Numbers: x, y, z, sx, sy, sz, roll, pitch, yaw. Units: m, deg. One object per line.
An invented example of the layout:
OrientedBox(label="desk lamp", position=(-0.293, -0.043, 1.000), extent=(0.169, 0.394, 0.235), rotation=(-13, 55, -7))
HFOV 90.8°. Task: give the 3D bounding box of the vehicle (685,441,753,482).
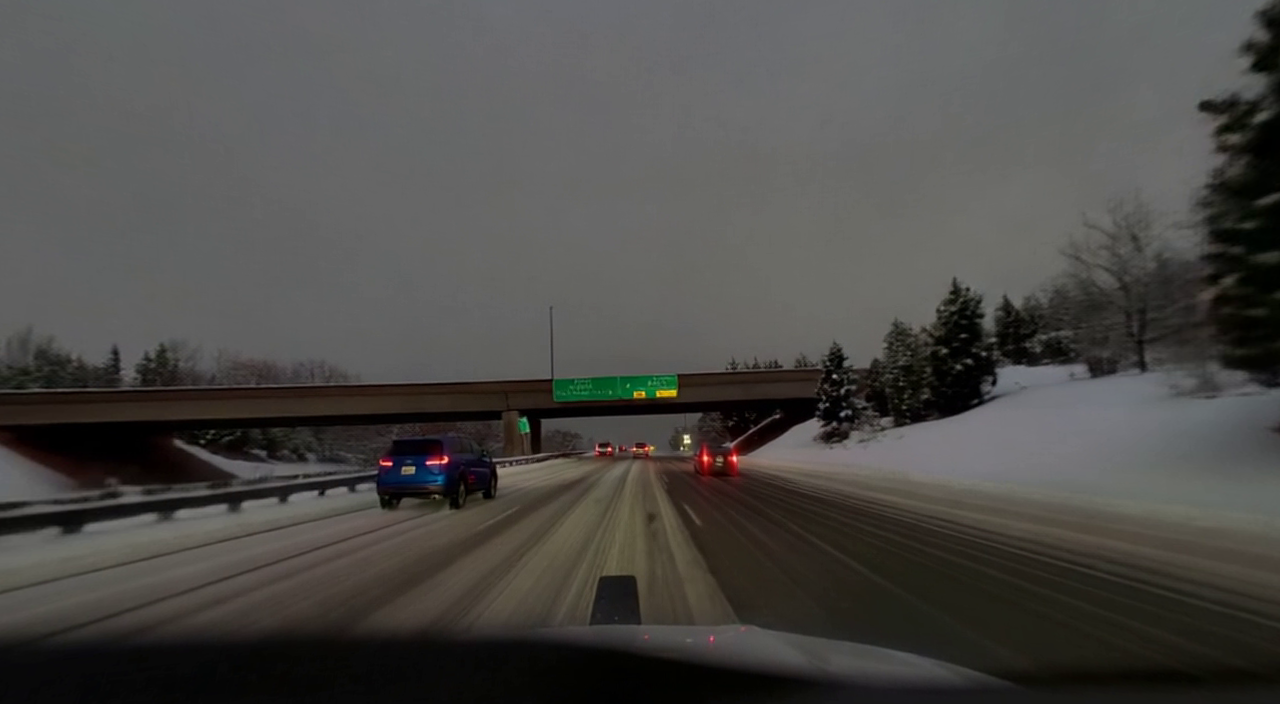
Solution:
OrientedBox(label="vehicle", position=(2.993, 4.244, 24.889), extent=(2.083, 1.453, 4.307), rotation=(0, -8, -1))

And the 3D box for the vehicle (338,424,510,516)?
OrientedBox(label="vehicle", position=(-4.367, 2.443, 13.596), extent=(2.193, 1.641, 4.077), rotation=(0, -8, 1))
